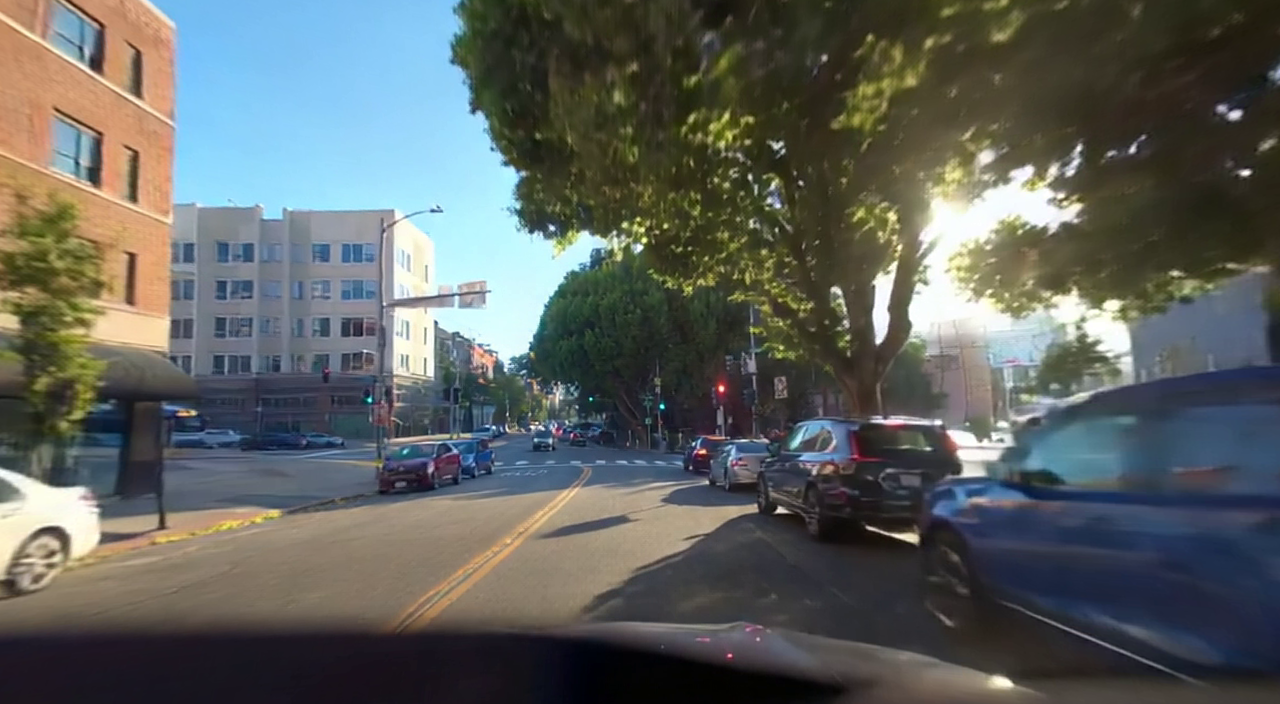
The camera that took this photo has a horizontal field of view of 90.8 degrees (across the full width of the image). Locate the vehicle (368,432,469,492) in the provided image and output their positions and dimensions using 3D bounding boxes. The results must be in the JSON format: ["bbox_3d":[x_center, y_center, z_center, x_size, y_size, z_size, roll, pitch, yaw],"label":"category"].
[{"bbox_3d":[-7.138,3.570,20.854,1.893,1.758,4.019,0,-8,0],"label":"vehicle"}]

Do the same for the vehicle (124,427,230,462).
[{"bbox_3d":[-29.016,5.814,39.741,4.704,2.065,2.328,0,-8,-2],"label":"vehicle"}]

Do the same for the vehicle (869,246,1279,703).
[{"bbox_3d":[2.765,0.760,2.589,1.954,1.845,4.682,0,-8,1],"label":"vehicle"}]

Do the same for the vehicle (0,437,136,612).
[{"bbox_3d":[-6.646,1.421,4.586,2.033,1.523,4.867,-3,-8,-1],"label":"vehicle"}]
